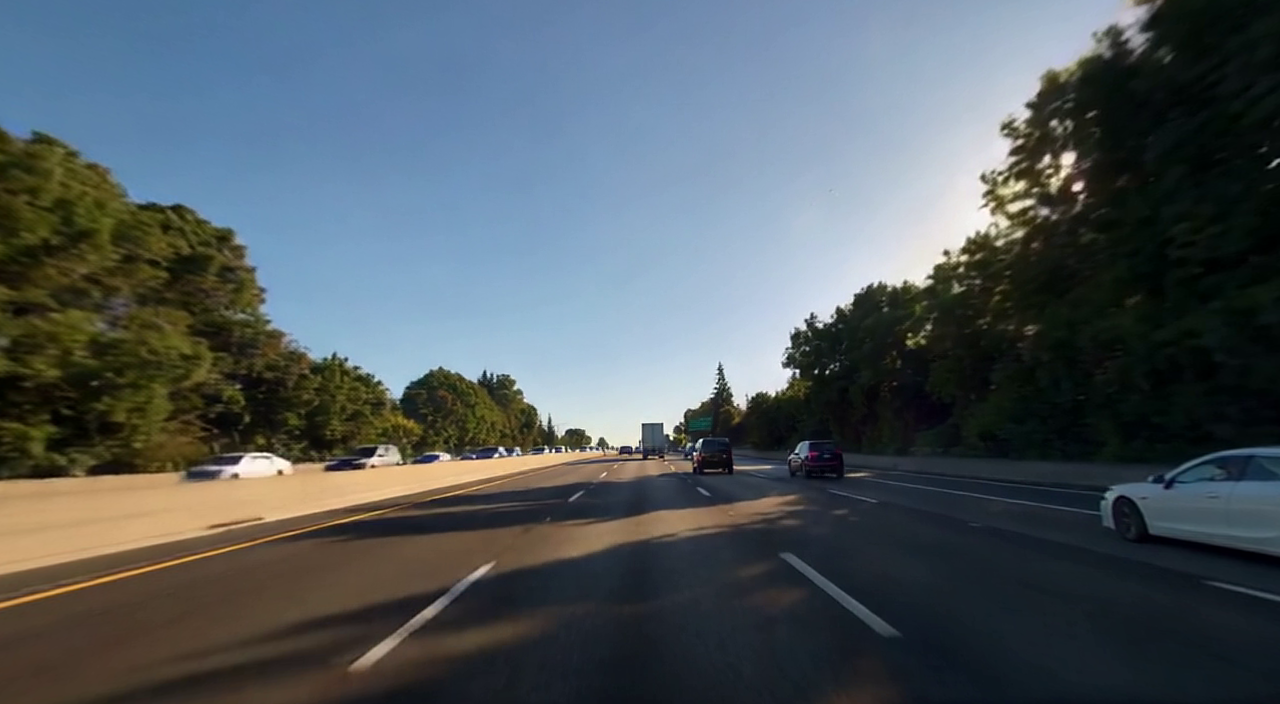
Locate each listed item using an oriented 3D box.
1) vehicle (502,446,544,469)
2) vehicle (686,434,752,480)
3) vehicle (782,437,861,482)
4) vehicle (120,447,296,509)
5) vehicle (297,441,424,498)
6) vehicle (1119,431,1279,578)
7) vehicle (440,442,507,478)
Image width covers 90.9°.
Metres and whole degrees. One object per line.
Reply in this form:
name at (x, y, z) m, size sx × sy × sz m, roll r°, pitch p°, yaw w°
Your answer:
vehicle at (-8.056, 7.304, 43.883) m, size 1.958 × 1.503 × 4.671 m, roll 0°, pitch -8°, yaw 1°
vehicle at (3.432, 4.650, 28.250) m, size 2.209 × 1.862 × 4.717 m, roll 0°, pitch -8°, yaw -2°
vehicle at (7.491, 4.469, 26.499) m, size 1.976 × 1.703 × 4.288 m, roll 0°, pitch -8°, yaw -1°
vehicle at (-12.391, 3.603, 18.554) m, size 1.930 × 1.549 × 4.442 m, roll 0°, pitch -8°, yaw 2°
vehicle at (-8.587, 3.609, 19.885) m, size 1.963 × 1.571 × 4.318 m, roll 0°, pitch -8°, yaw 1°
vehicle at (7.552, 1.504, 6.092) m, size 2.022 × 1.488 × 4.817 m, roll 0°, pitch -8°, yaw -1°
vehicle at (-7.963, 5.203, 30.609) m, size 1.997 × 1.600 × 4.277 m, roll 0°, pitch -8°, yaw 1°
